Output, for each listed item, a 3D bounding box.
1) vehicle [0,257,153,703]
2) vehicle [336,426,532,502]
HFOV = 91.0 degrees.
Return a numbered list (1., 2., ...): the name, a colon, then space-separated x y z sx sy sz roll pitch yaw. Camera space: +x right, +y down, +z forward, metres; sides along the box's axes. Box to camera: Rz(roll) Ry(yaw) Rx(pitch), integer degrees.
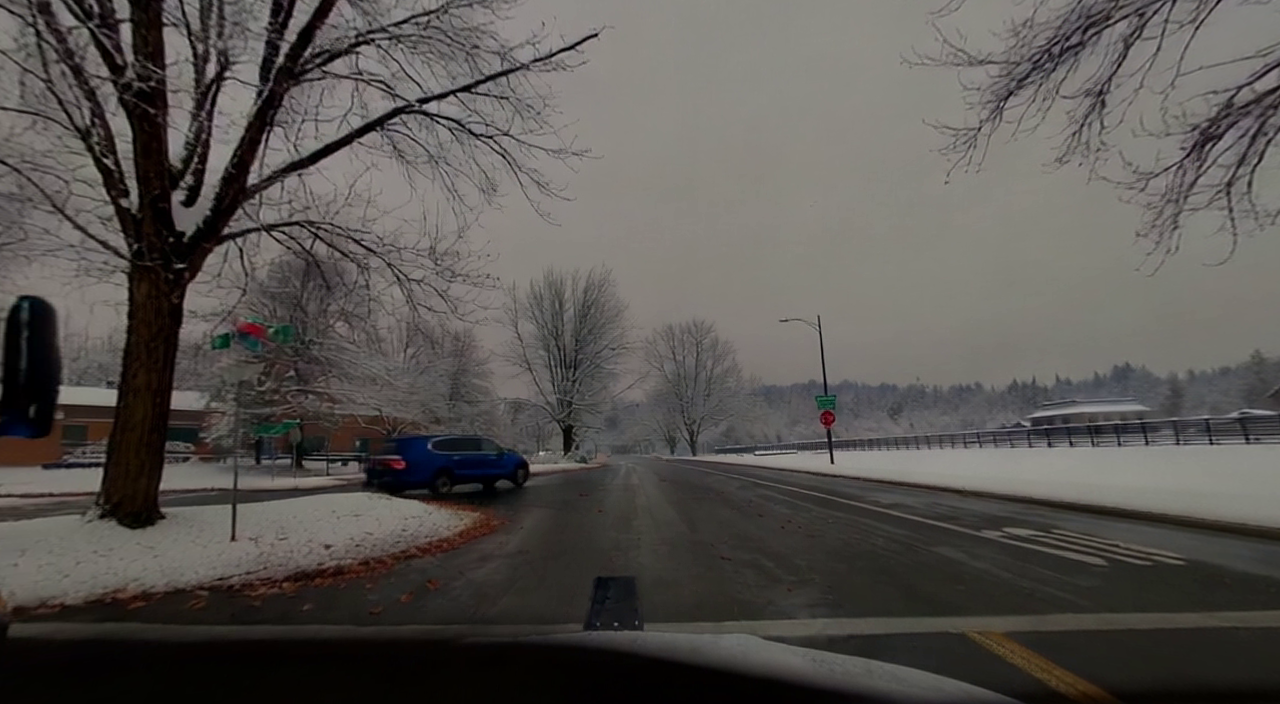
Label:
1. vehicle: -3.478 0.416 0.696 2.145 2.038 4.656 0 -8 -1
2. vehicle: -6.182 3.424 19.805 2.284 2.012 5.607 -5 -10 32
